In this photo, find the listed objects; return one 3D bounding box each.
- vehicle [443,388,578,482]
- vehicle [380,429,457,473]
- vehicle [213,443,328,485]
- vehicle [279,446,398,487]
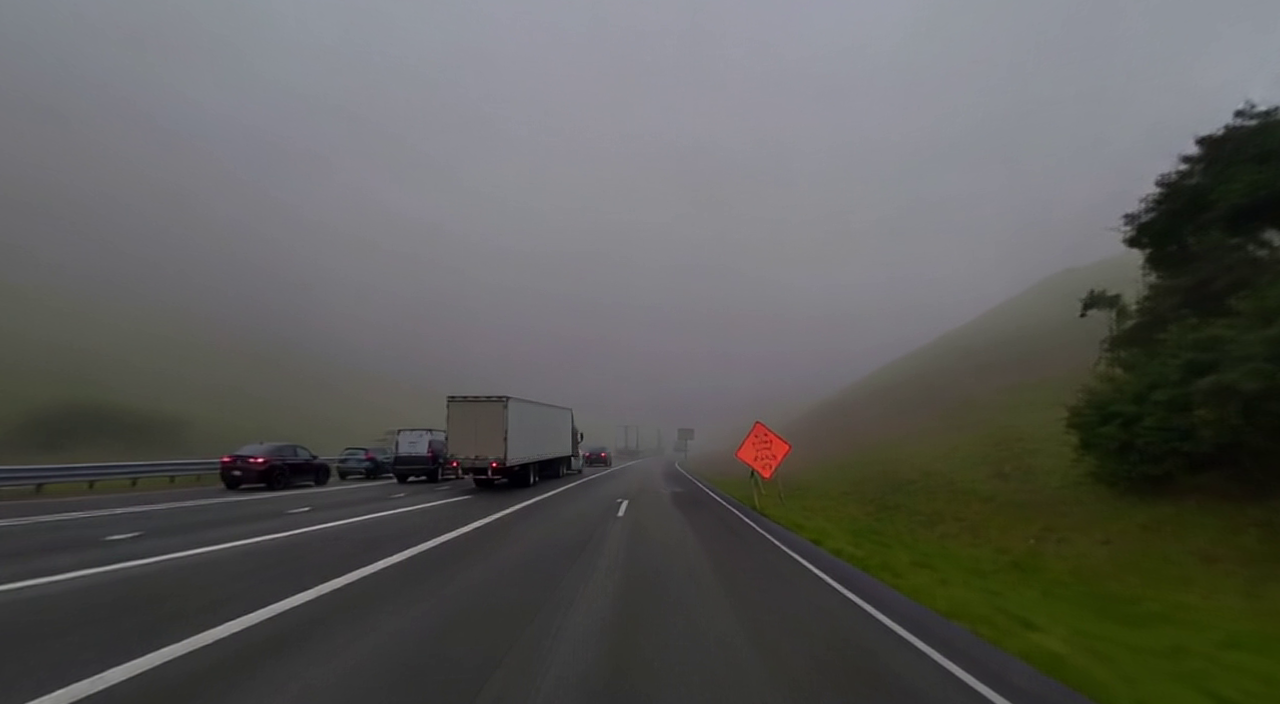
[{"bbox_3d":[-6.384,4.724,34.690,2.848,4.067,14.314,-1,-9,7],"label":"vehicle"},{"bbox_3d":[-13.887,6.262,39.895,2.264,2.596,5.494,-1,-9,7],"label":"vehicle"},{"bbox_3d":[-15.778,4.787,27.202,1.943,1.662,4.283,-1,-9,7],"label":"vehicle"},{"bbox_3d":[-12.022,4.578,25.584,1.925,1.493,4.864,-1,-9,8],"label":"vehicle"}]
